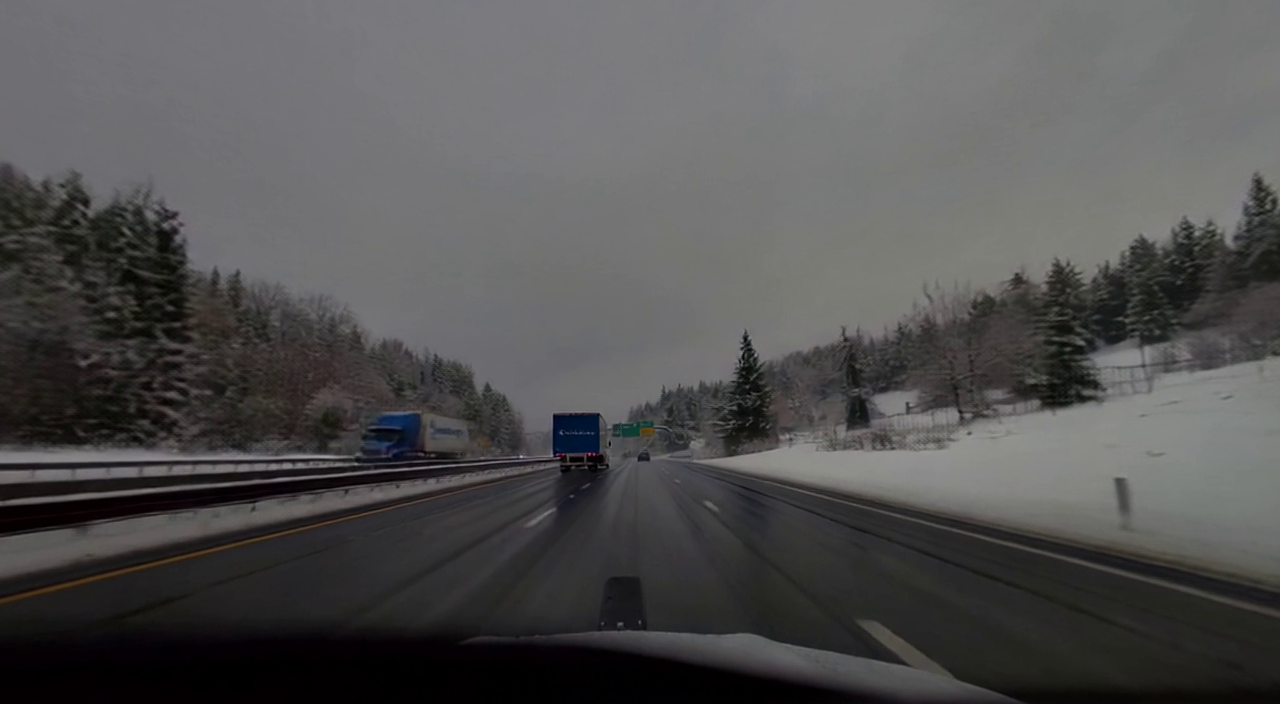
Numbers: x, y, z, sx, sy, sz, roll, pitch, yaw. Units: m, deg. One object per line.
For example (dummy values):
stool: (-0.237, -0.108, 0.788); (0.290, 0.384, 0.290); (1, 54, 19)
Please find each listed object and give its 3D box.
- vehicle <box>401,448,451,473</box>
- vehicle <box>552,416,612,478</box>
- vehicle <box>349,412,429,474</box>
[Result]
vehicle: (-13.130, 6.664, 38.825); (1.777, 1.473, 3.648); (0, -9, 1)
vehicle: (-3.147, 5.445, 36.070); (2.695, 3.151, 6.885); (0, -9, 0)
vehicle: (-17.255, 6.320, 43.743); (3.012, 3.971, 5.873); (0, -9, 0)
